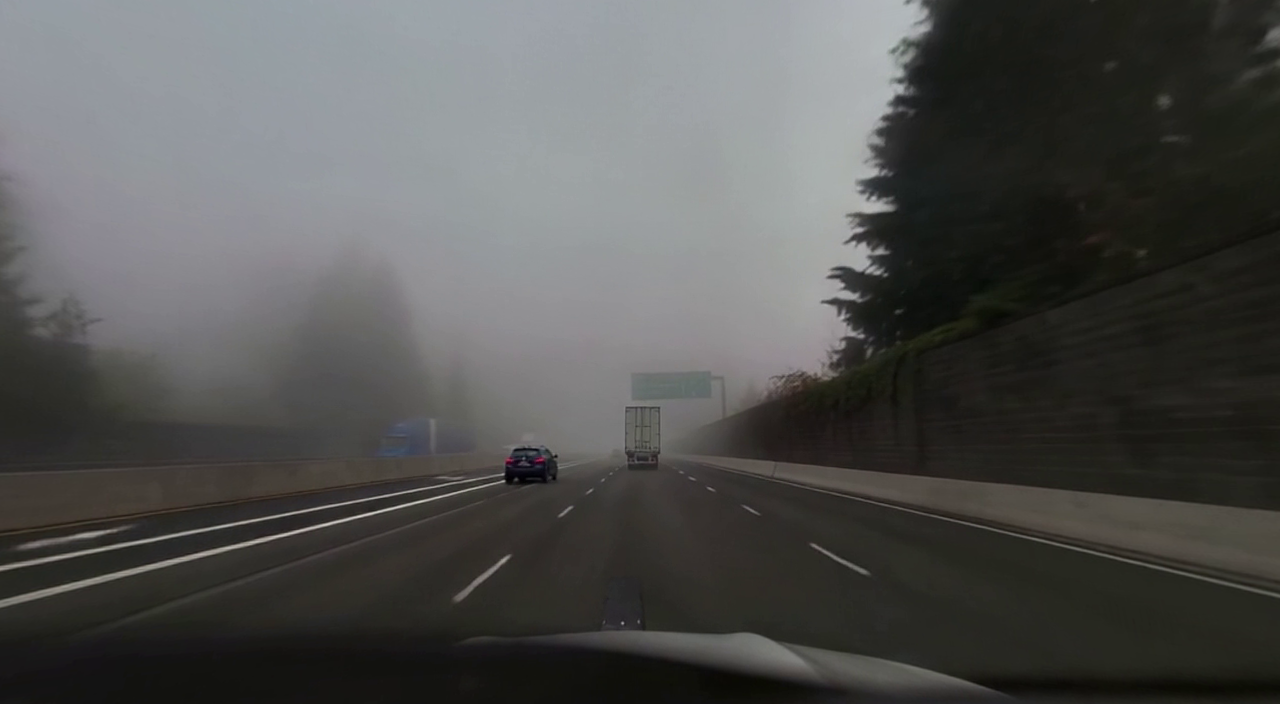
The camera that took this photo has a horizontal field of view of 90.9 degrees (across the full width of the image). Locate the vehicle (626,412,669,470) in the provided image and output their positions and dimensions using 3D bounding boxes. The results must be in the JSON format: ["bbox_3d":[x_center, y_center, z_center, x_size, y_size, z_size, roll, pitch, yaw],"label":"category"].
[{"bbox_3d":[0.601,7.007,49.243,2.980,4.051,10.359,0,-9,1],"label":"vehicle"}]

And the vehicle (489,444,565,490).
[{"bbox_3d":[-4.072,4.223,23.534,1.974,1.531,4.429,0,-9,1],"label":"vehicle"}]

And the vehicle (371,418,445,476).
[{"bbox_3d":[-16.779,6.938,46.013,2.987,3.918,5.823,0,-9,1],"label":"vehicle"}]
